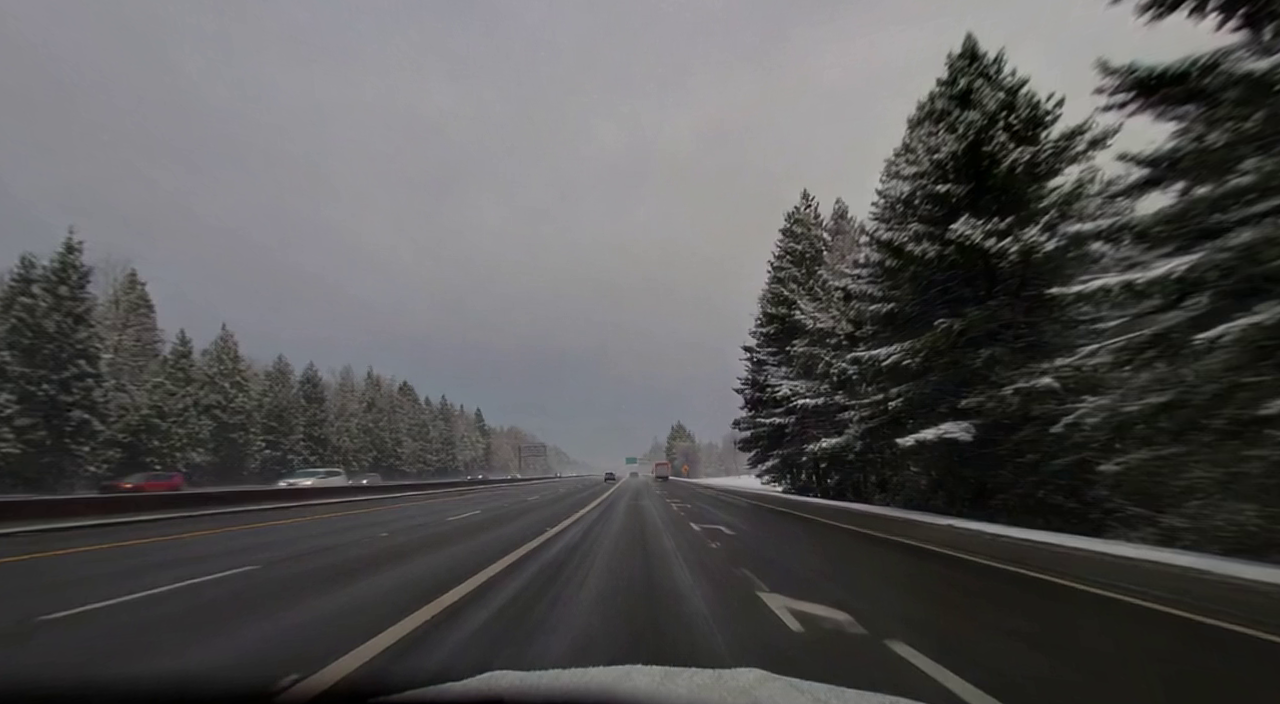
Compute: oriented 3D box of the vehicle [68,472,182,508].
[{"bbox_3d":[-23.232,6.216,28.661,1.756,1.430,4.048,1,-11,-1],"label":"vehicle"}]
